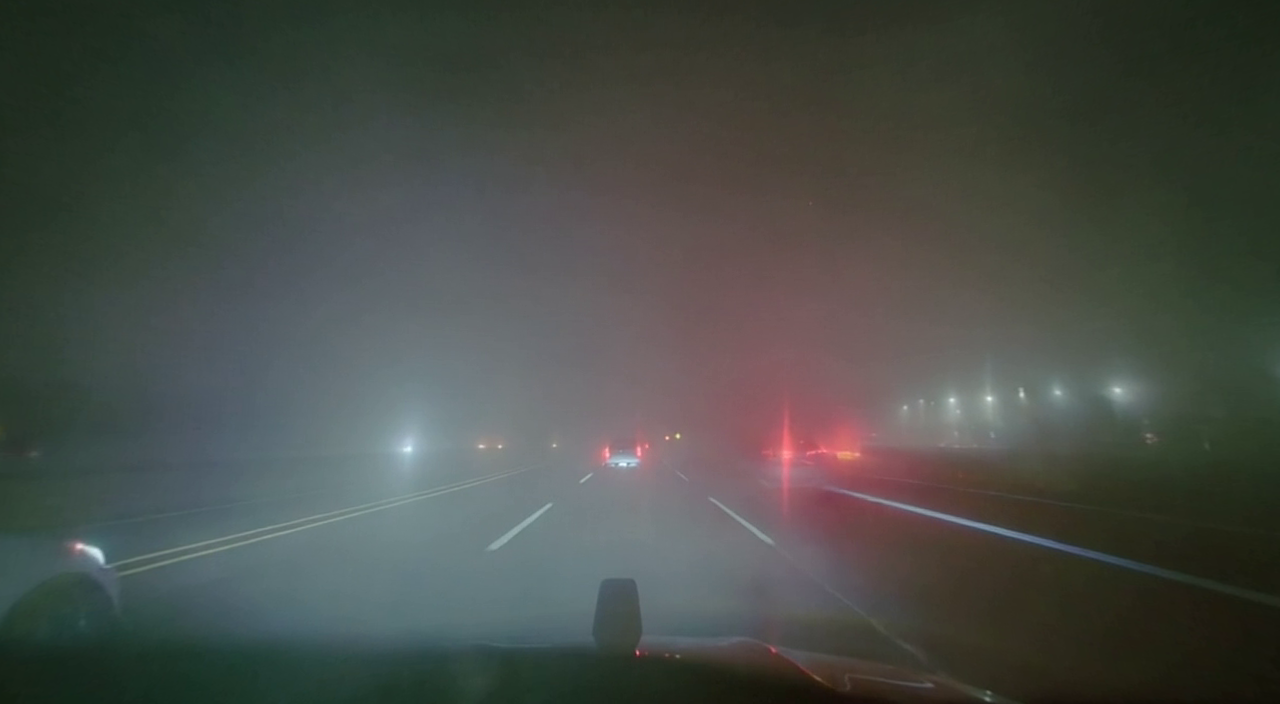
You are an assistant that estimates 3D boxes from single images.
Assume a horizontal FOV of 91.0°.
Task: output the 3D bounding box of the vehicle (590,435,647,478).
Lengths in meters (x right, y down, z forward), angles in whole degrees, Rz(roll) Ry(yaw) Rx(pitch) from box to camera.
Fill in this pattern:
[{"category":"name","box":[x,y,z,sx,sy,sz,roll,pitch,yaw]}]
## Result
[{"category":"vehicle","box":[-0.803,4.229,25.655,2.147,1.576,3.964,0,-8,0]}]
